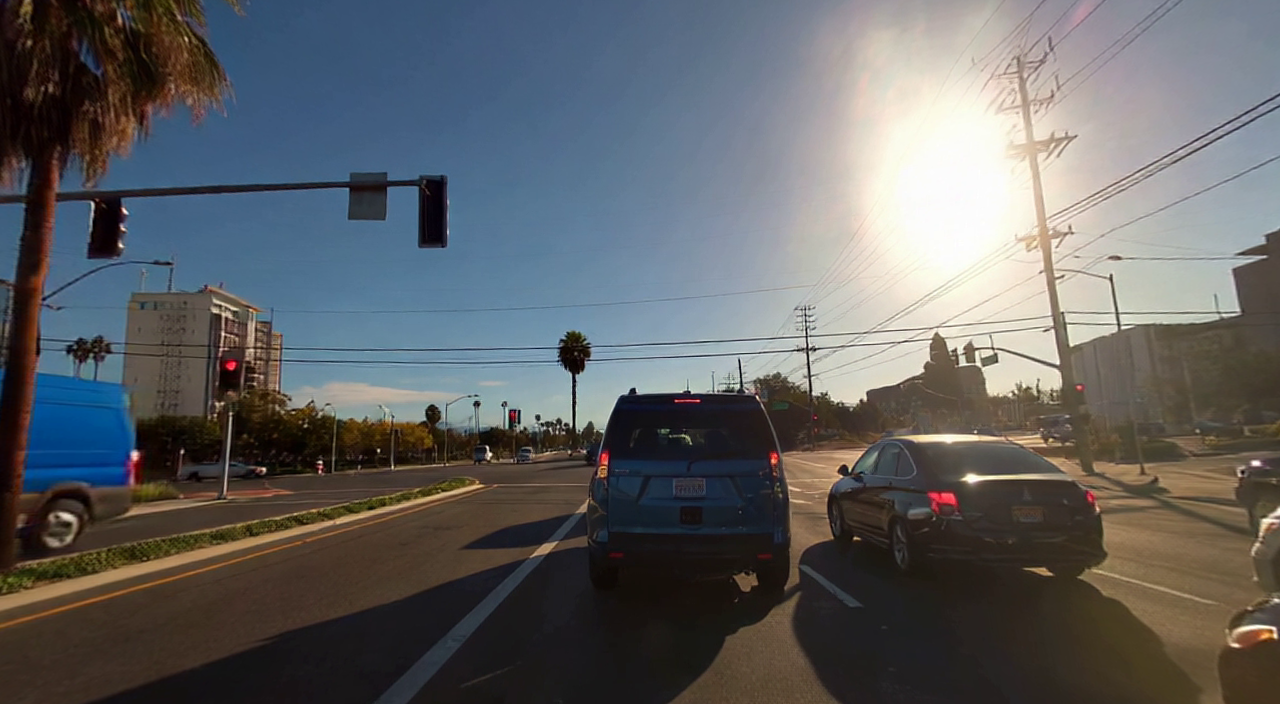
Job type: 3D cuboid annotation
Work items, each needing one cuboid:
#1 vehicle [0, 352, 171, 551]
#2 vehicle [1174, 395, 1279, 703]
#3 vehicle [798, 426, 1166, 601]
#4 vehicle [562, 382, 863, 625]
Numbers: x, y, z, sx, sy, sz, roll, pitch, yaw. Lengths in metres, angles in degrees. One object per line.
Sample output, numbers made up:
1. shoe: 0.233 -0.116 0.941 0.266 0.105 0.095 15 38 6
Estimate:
1. vehicle: -14.286 1.696 10.731 2.973 3.889 11.535 -1 -9 5
2. vehicle: 3.358 0.647 0.662 1.805 1.485 4.348 0 -9 1
3. vehicle: 3.437 1.687 7.513 1.895 1.456 4.255 0 -9 -2
4. vehicle: 0.459 1.437 6.885 2.228 1.780 4.269 0 -9 -2
